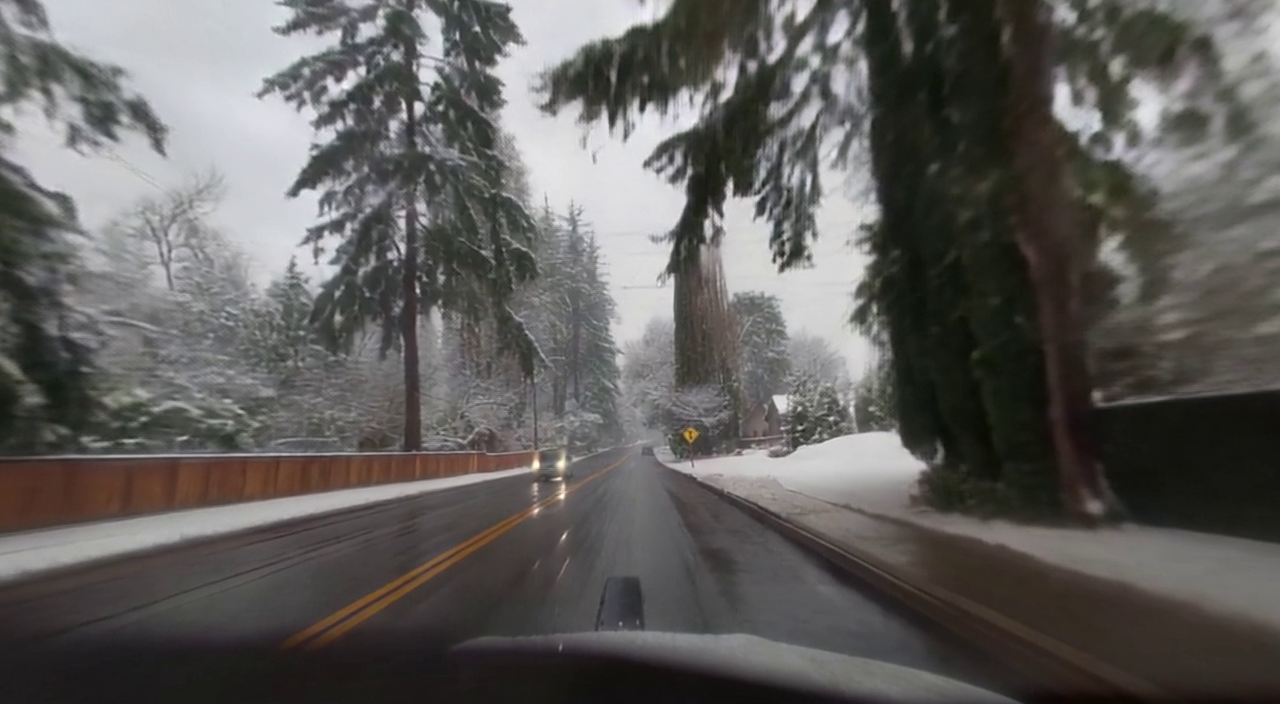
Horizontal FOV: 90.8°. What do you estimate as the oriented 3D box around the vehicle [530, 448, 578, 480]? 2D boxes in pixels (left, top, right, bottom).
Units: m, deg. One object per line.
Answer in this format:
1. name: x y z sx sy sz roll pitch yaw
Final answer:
1. vehicle: -4.844 6.386 36.354 2.087 1.693 4.343 0 -8 1
